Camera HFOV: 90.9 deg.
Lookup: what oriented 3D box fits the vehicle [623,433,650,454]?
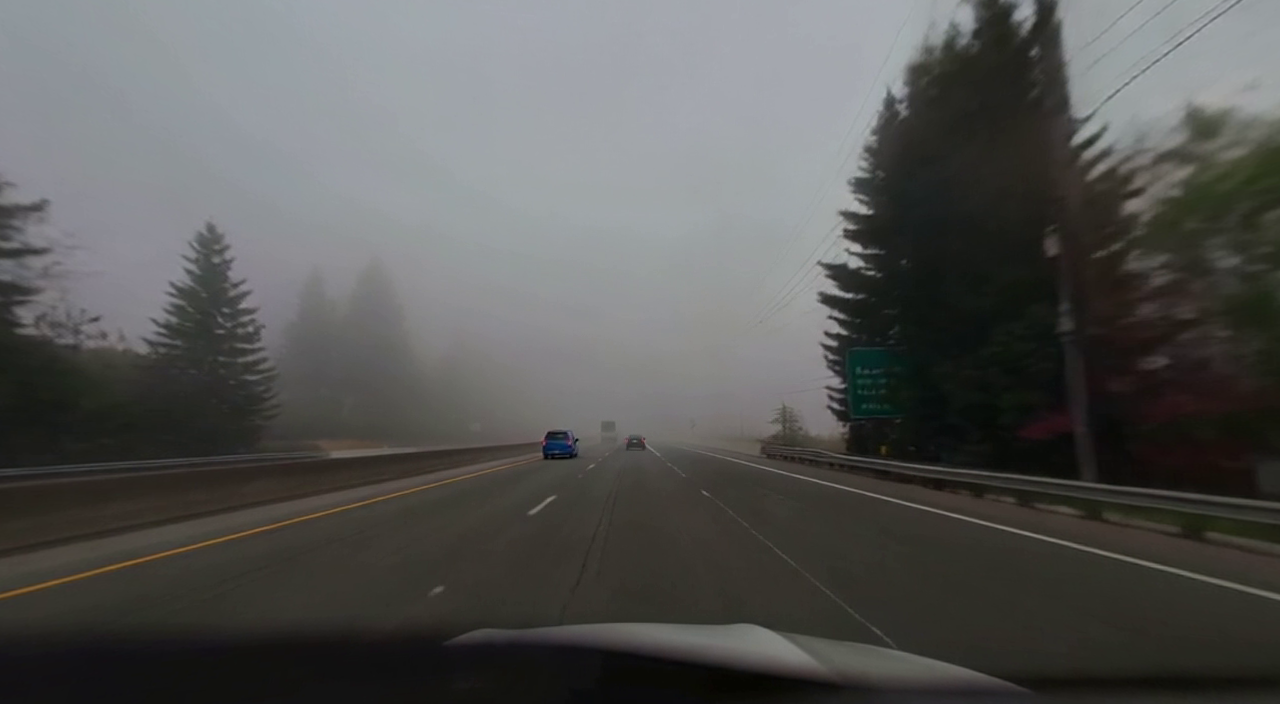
[{"bbox_3d":[-0.272,6.730,46.375,1.890,1.472,3.716,0,-8,-1],"label":"vehicle"}]

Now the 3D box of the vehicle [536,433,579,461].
[{"bbox_3d":[-4.683,5.441,36.365,1.911,1.477,3.807,0,-8,0],"label":"vehicle"}]
